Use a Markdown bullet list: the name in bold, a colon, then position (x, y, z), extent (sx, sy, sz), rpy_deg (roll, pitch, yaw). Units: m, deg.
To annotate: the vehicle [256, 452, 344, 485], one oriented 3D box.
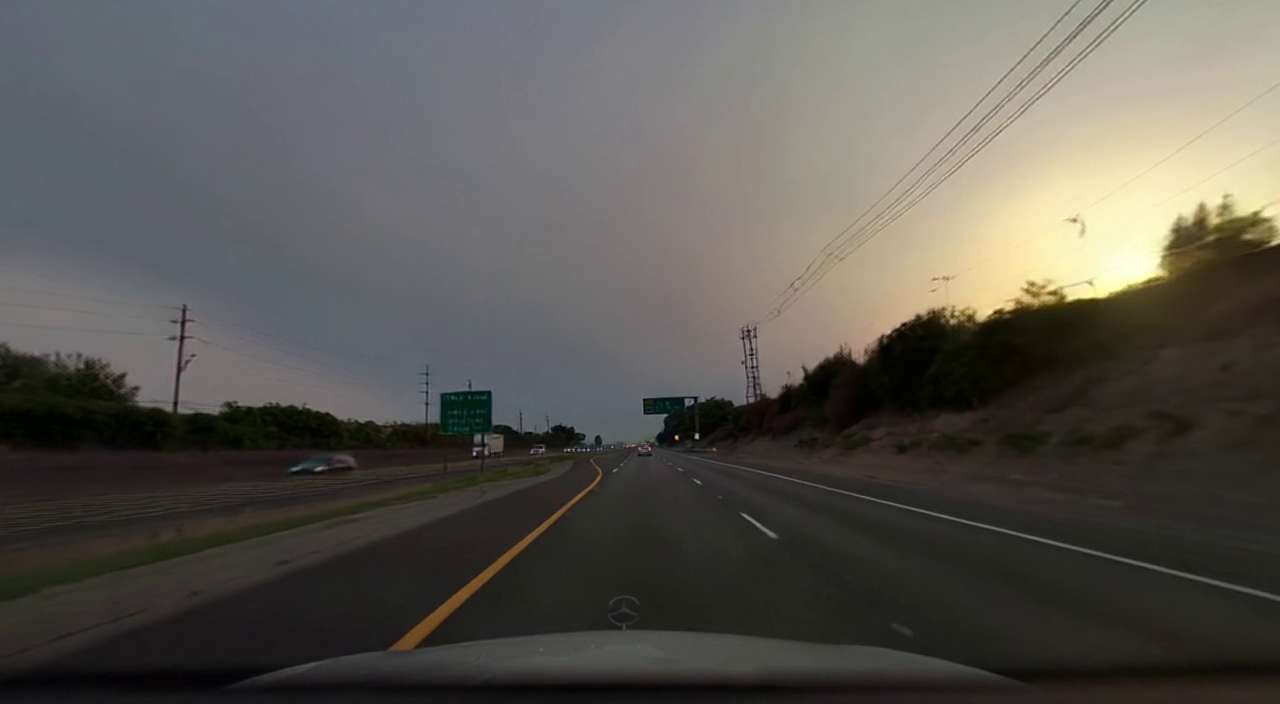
- **vehicle**: position (-17.045, 5.847, 31.879), extent (1.897, 1.456, 4.513), rpy_deg (0, -8, 1)
